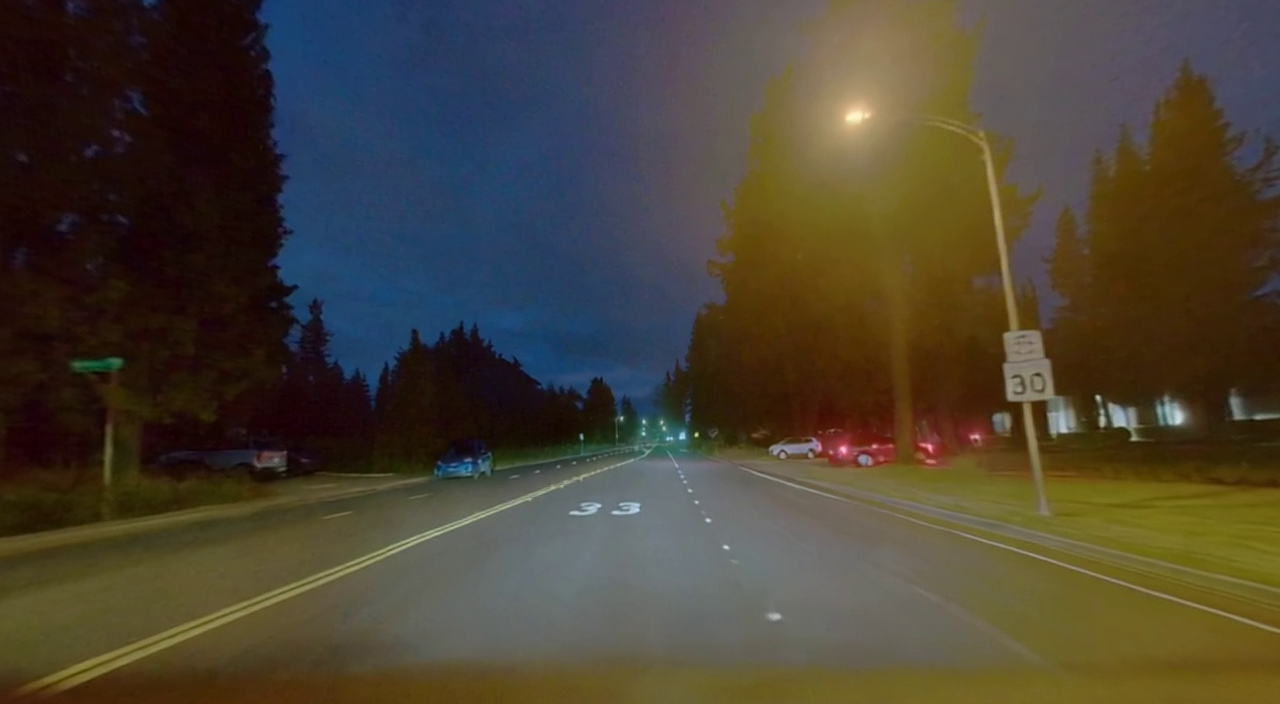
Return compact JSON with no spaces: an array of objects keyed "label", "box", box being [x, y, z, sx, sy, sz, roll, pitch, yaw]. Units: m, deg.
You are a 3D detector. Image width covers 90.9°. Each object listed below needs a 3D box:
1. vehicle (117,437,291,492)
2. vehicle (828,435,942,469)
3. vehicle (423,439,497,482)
[{"label":"vehicle","box":[-15.687,4.050,22.879,4.753,1.850,2.127,-1,-9,3]},{"label":"vehicle","box":[11.130,4.582,28.887,4.460,1.456,1.804,-1,-9,3]},{"label":"vehicle","box":[-8.432,5.084,29.959,2.142,1.723,4.275,-3,-8,2]}]
